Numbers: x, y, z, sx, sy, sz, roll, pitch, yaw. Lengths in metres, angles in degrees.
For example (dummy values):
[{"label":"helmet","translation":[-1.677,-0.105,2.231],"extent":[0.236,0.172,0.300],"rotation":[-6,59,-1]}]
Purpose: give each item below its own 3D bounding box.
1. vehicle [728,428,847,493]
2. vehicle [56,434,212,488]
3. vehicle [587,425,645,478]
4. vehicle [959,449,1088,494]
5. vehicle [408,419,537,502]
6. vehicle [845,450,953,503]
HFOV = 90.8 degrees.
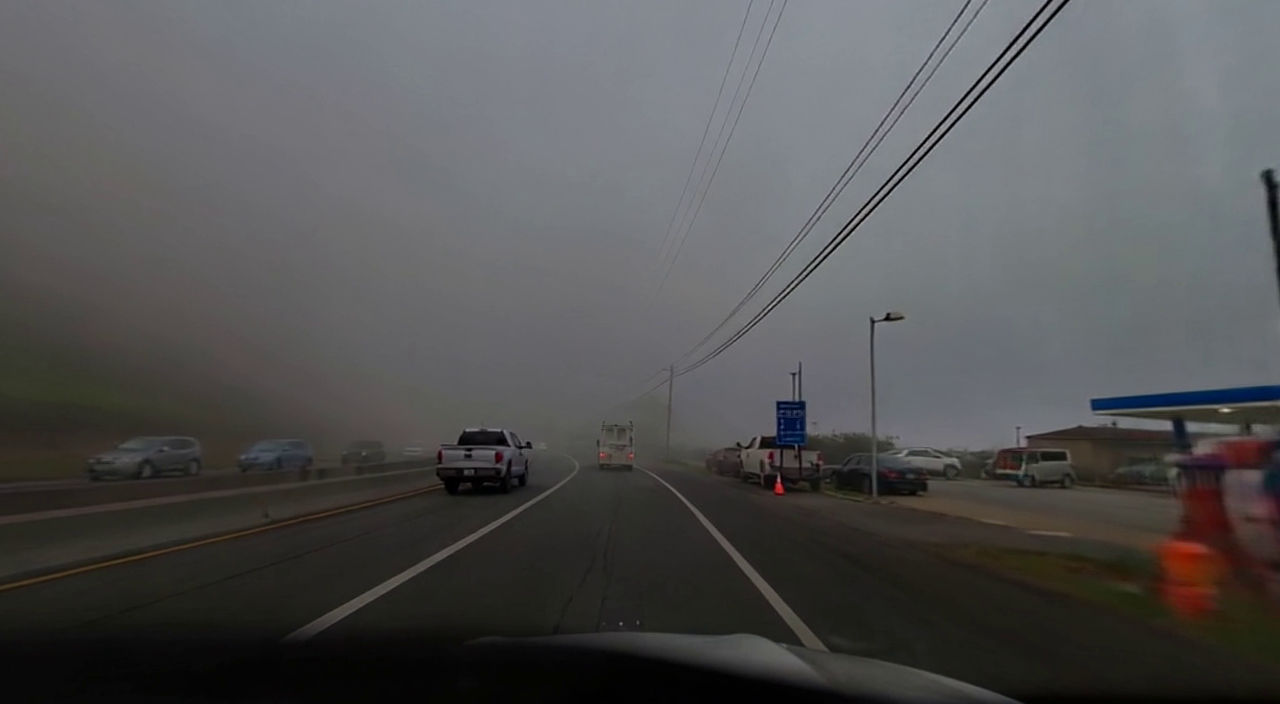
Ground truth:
[{"label":"vehicle","translation":[5.528,4.201,24.952],"extent":[2.706,2.199,6.527],"rotation":[0,-9,-4]},{"label":"vehicle","translation":[-17.546,3.791,22.265],"extent":[1.972,1.677,4.443],"rotation":[0,-9,-3]},{"label":"vehicle","translation":[-1.239,4.672,29.874],"extent":[2.486,2.280,5.291],"rotation":[1,-9,-4]},{"label":"vehicle","translation":[17.000,5.278,28.350],"extent":[1.986,1.771,4.809],"rotation":[2,-9,-15]},{"label":"vehicle","translation":[-4.574,3.074,18.355],"extent":[2.345,2.012,5.693],"rotation":[0,-9,-2]},{"label":"vehicle","translation":[8.995,4.327,22.376],"extent":[1.933,1.480,4.249],"rotation":[2,-7,-2]}]
